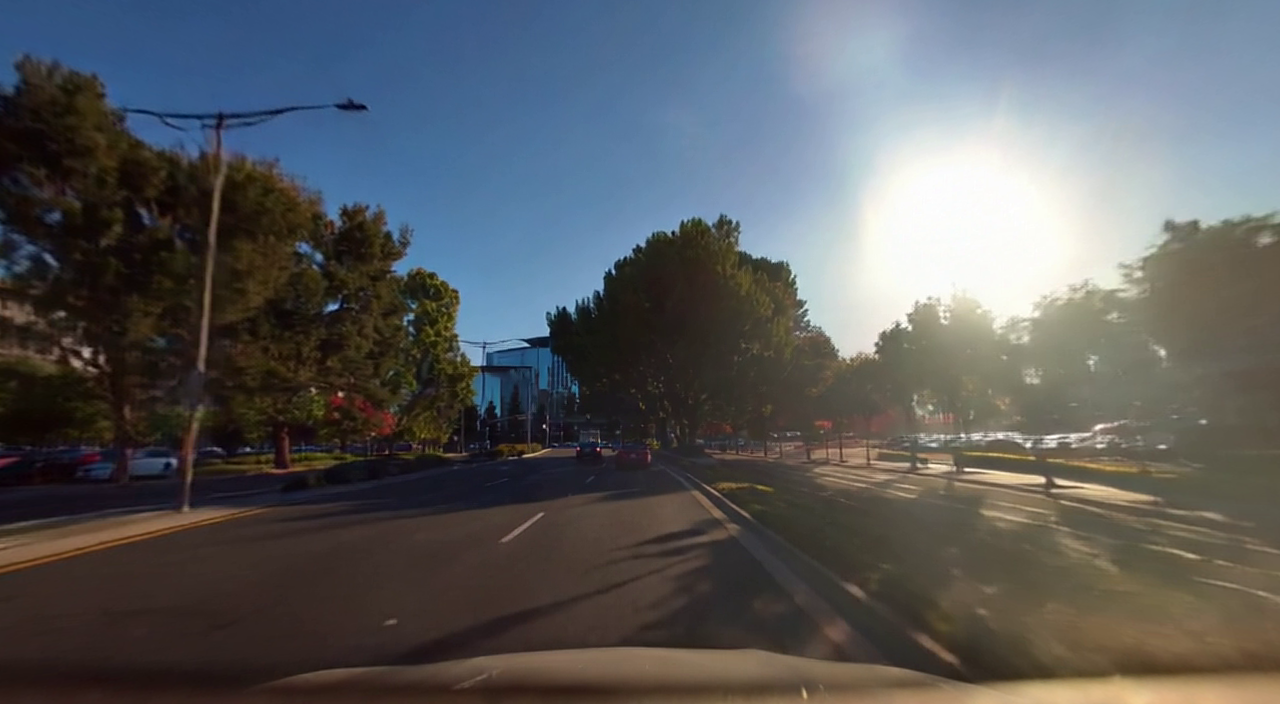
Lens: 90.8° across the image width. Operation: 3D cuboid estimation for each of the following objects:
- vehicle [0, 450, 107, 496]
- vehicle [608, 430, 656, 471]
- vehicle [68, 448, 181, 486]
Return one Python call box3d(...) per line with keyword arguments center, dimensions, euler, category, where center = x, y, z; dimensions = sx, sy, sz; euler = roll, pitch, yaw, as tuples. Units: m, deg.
box3d(center=(-26.769, 5.270, 27.987), dimensions=(1.992, 1.798, 4.987), euler=(0, -8, -1), category="vehicle")
box3d(center=(-0.424, 4.965, 32.011), dimensions=(2.260, 1.872, 4.578), euler=(0, -8, -1), category="vehicle")
box3d(center=(-27.062, 6.013, 33.452), dimensions=(1.978, 1.835, 4.932), euler=(0, -8, -3), category="vehicle")
